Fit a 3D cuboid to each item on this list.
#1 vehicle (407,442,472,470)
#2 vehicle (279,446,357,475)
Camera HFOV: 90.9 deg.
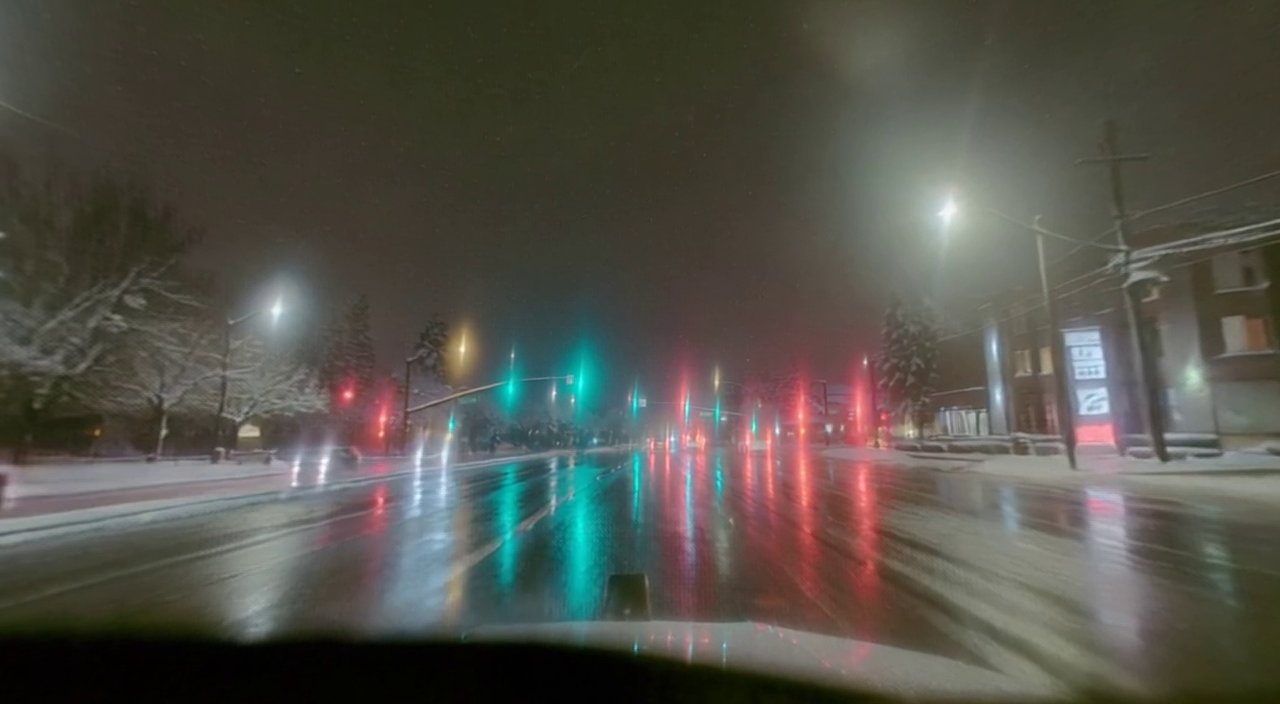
[{"bbox_3d":[-11.028,5.737,35.051,1.943,1.463,4.707,0,-8,1],"label":"vehicle"},{"bbox_3d":[-18.147,6.128,35.794,1.939,1.500,4.547,0,-8,1],"label":"vehicle"}]
